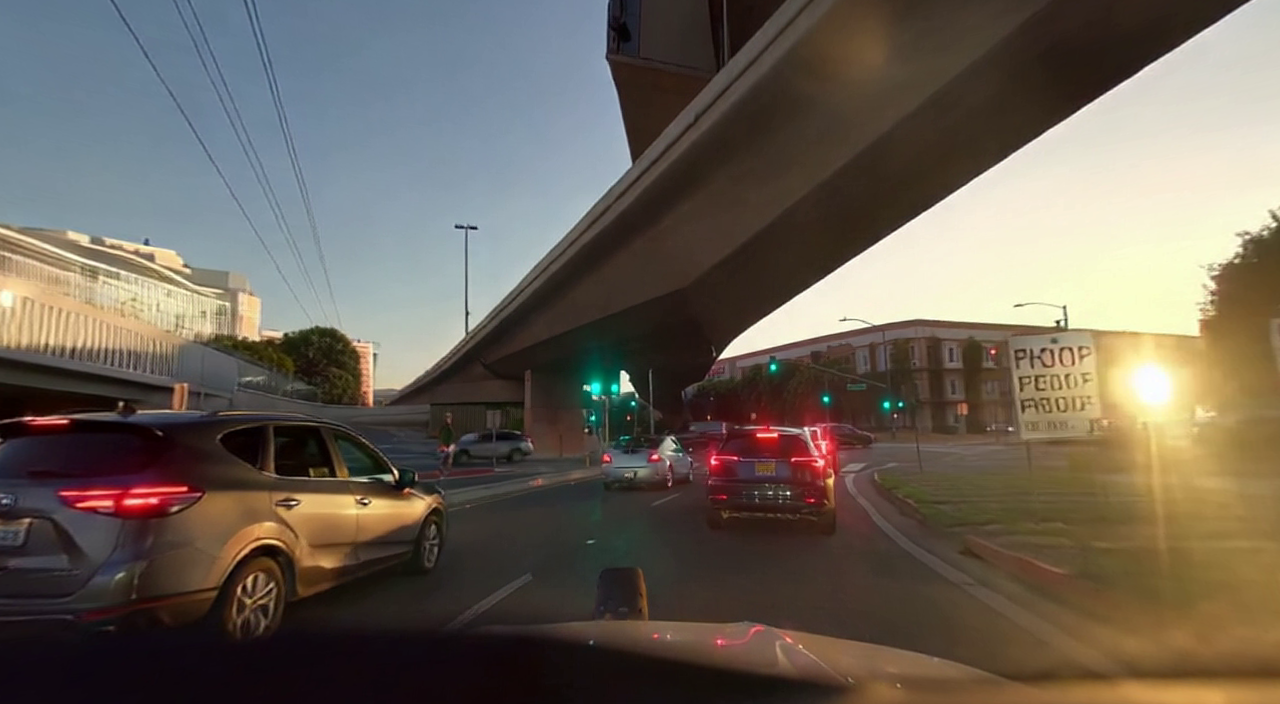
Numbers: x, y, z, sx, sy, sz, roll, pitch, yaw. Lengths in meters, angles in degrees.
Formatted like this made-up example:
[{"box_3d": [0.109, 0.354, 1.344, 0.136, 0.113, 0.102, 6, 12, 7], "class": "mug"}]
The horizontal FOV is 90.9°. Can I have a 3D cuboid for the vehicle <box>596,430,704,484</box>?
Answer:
[{"box_3d": [0.474, 3.327, 20.288, 2.214, 1.519, 4.704, -3, -9, 17], "class": "vehicle"}]

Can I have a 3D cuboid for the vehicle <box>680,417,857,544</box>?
[{"box_3d": [2.063, 1.953, 10.286, 2.195, 1.571, 4.353, -2, -8, 12], "class": "vehicle"}]

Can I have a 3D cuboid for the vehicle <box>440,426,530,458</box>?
[{"box_3d": [-9.285, 5.423, 37.955, 4.827, 1.885, 2.008, -1, -8, 3], "class": "vehicle"}]
